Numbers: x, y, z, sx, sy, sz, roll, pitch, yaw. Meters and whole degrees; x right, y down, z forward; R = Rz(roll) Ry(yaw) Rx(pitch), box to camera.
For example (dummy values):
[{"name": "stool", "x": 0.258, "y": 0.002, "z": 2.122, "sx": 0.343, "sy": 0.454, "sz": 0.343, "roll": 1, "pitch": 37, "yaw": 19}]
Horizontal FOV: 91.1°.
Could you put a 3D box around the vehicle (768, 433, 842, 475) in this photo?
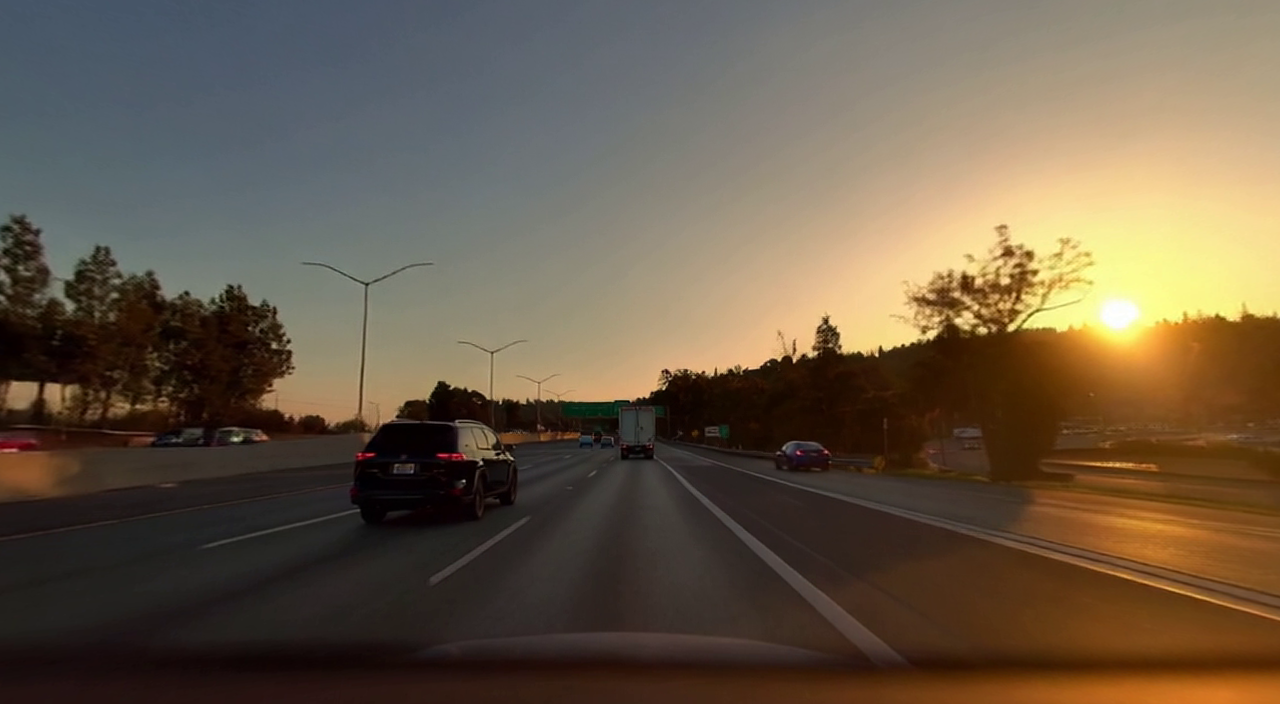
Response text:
[{"name": "vehicle", "x": 7.028, "y": 4.378, "z": 27.142, "sx": 1.958, "sy": 1.681, "sz": 4.109, "roll": 0, "pitch": -8, "yaw": -2}]

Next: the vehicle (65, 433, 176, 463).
[{"name": "vehicle", "x": -29.045, "y": 5.414, "z": 35.334, "sx": 2.159, "sy": 1.556, "sz": 4.729, "roll": 0, "pitch": -8, "yaw": 1}]

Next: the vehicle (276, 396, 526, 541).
[{"name": "vehicle", "x": -3.506, "y": 1.847, "z": 10.542, "sx": 2.178, "sy": 1.826, "sz": 4.933, "roll": 0, "pitch": -8, "yaw": 1}]
